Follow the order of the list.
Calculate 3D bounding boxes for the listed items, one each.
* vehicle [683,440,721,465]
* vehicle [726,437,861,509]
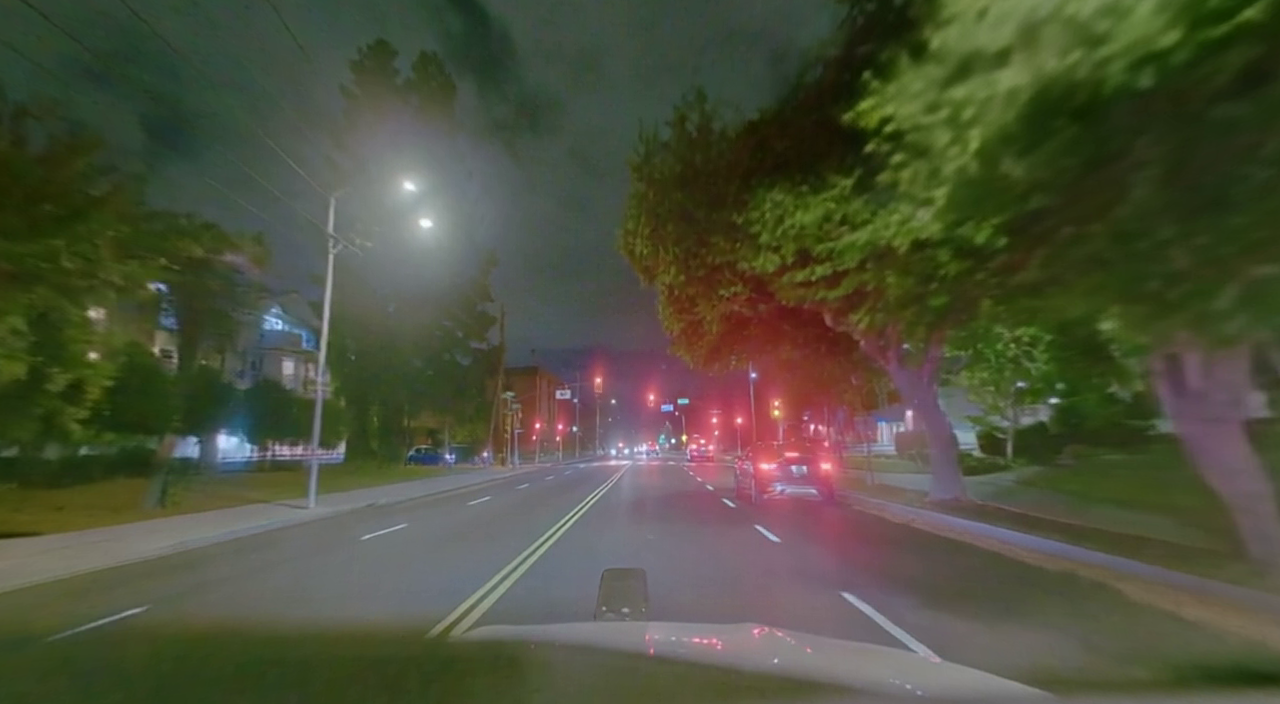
[{"bbox_3d":[4.070,6.683,41.952,2.035,1.564,4.719,0,-9,0],"label":"vehicle"},{"bbox_3d":[3.528,2.896,15.570,2.072,1.471,4.834,0,-9,-1],"label":"vehicle"}]
